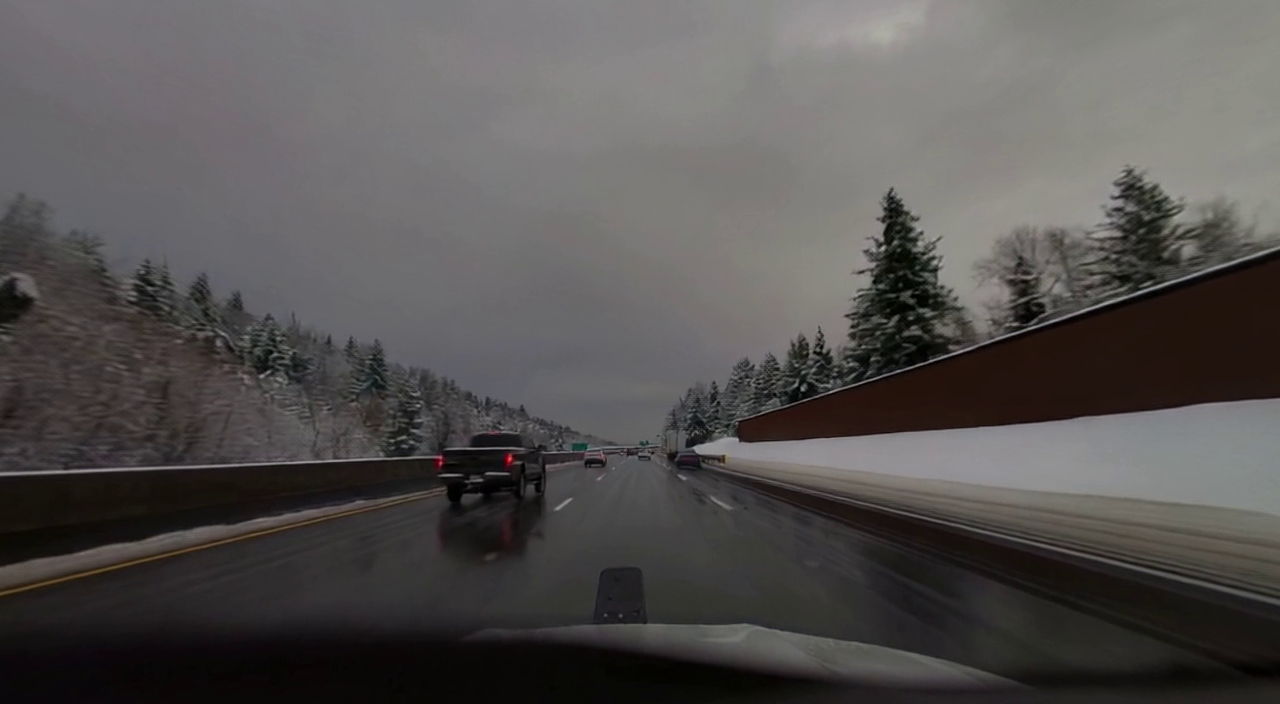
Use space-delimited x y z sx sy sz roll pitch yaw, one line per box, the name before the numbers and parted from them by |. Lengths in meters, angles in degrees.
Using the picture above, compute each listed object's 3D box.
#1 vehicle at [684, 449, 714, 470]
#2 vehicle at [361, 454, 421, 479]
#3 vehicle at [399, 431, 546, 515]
vehicle | 4.414 8.065 47.422 1.873 1.529 3.953 0 -9 0
vehicle | -15.713 7.229 40.018 1.984 1.494 4.391 0 -9 1
vehicle | -3.840 2.893 15.621 2.138 1.720 5.186 0 -9 1
